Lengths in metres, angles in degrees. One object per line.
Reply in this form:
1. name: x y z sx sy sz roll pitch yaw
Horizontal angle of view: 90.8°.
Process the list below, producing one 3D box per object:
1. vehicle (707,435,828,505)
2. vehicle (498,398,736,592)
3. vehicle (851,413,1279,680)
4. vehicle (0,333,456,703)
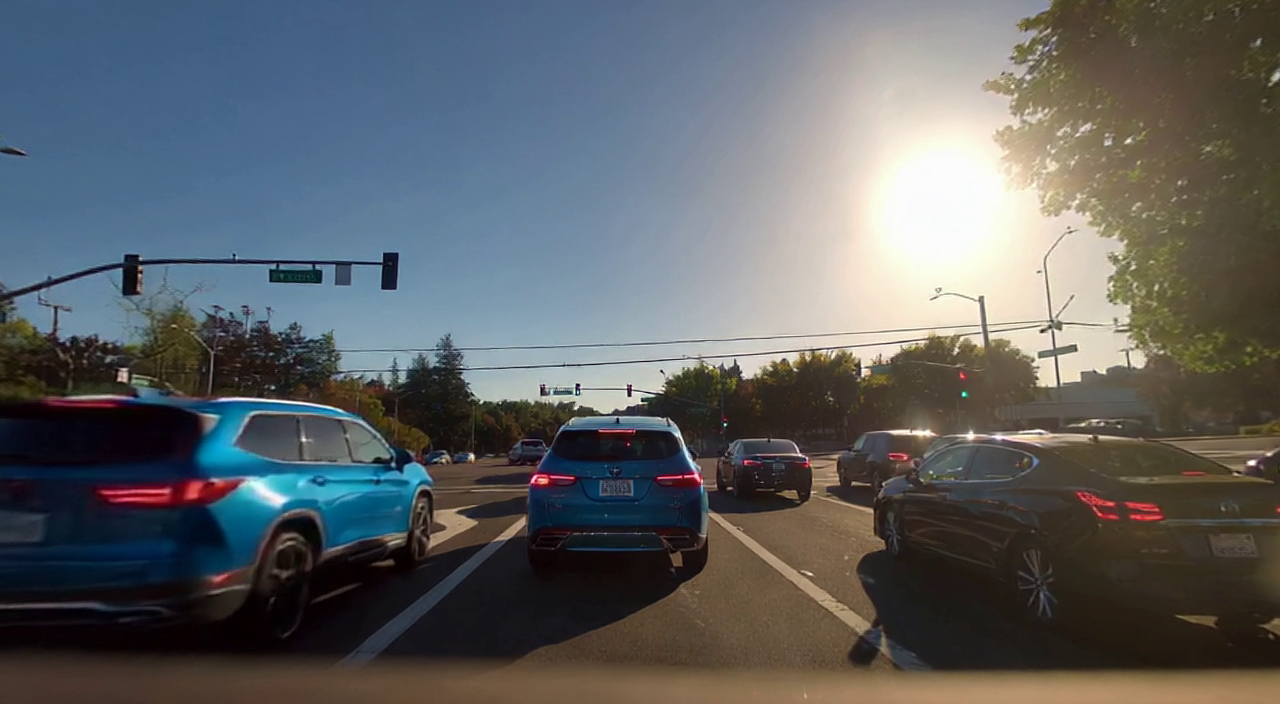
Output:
1. vehicle: 2.987 2.857 15.774 1.950 1.506 4.086 0 -8 -3
2. vehicle: -0.268 1.550 7.624 2.101 1.707 3.904 0 -8 -2
3. vehicle: 3.627 1.397 5.709 1.861 1.478 4.185 0 -8 -2
4. vehicle: -3.303 1.169 5.090 2.186 1.794 4.972 0 -8 -1
